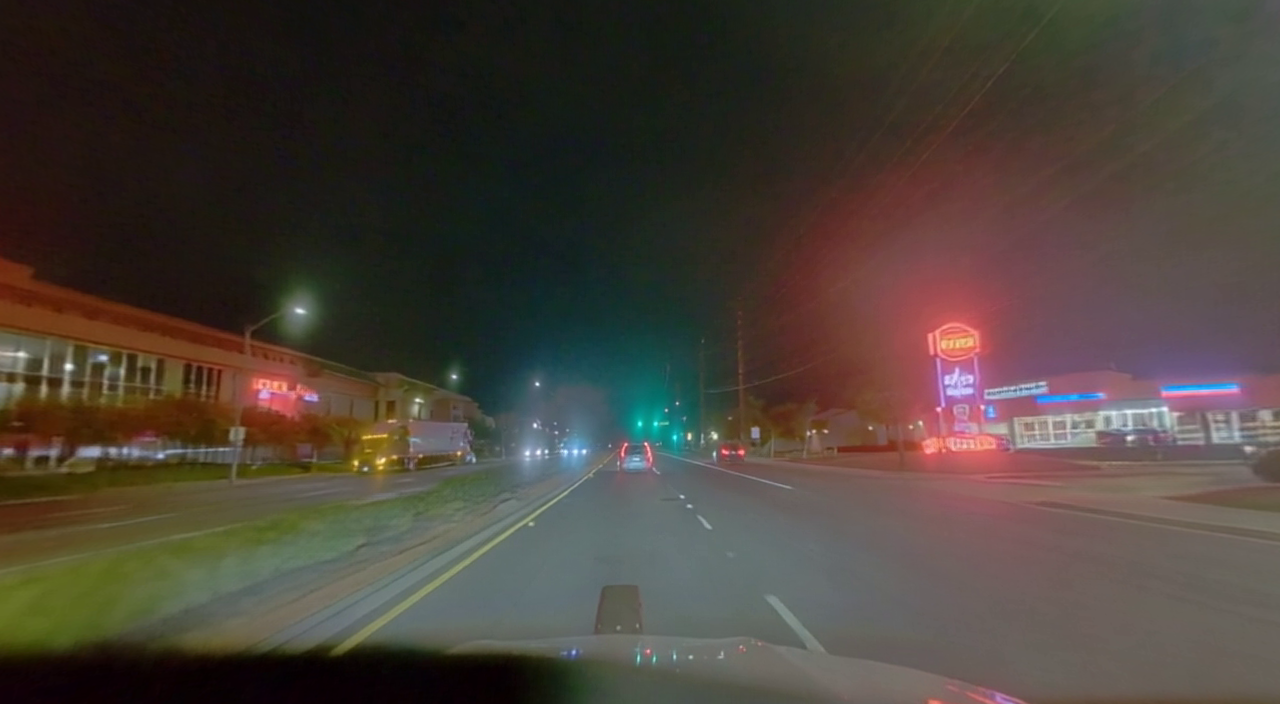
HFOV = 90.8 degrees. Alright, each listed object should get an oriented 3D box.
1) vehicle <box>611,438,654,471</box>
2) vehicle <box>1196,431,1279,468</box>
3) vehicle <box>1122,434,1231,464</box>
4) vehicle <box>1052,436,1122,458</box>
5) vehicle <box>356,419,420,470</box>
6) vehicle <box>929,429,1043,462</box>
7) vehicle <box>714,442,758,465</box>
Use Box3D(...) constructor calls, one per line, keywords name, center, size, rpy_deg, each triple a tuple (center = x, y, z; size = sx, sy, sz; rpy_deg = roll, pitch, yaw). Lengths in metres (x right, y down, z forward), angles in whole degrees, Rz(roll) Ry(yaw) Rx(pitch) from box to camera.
Box3D(name="vehicle", center=(-0.461, 5.239, 32.392), size=(2.072, 1.545, 4.578), rpy_deg=(0, -8, -3))
Box3D(name="vehicle", center=(26.799, 4.123, 26.888), size=(1.840, 1.446, 4.820), rpy_deg=(-1, -8, 0))
Box3D(name="vehicle", center=(26.943, 4.896, 31.964), size=(1.761, 1.409, 4.353), rpy_deg=(0, -8, 1))
Box3D(name="vehicle", center=(32.734, 6.974, 46.454), size=(1.804, 1.461, 4.611), rpy_deg=(0, -8, 1))
Box3D(name="vehicle", center=(-19.776, 7.297, 49.853), size=(2.986, 3.786, 4.453), rpy_deg=(0, -8, 1))
Box3D(name="vehicle", center=(22.140, 6.011, 40.596), size=(5.909, 1.970, 2.365), rpy_deg=(0, -8, 0))
Box3D(name="vehicle", center=(6.637, 7.059, 44.089), size=(2.075, 1.475, 4.571), rpy_deg=(0, -8, -3))
